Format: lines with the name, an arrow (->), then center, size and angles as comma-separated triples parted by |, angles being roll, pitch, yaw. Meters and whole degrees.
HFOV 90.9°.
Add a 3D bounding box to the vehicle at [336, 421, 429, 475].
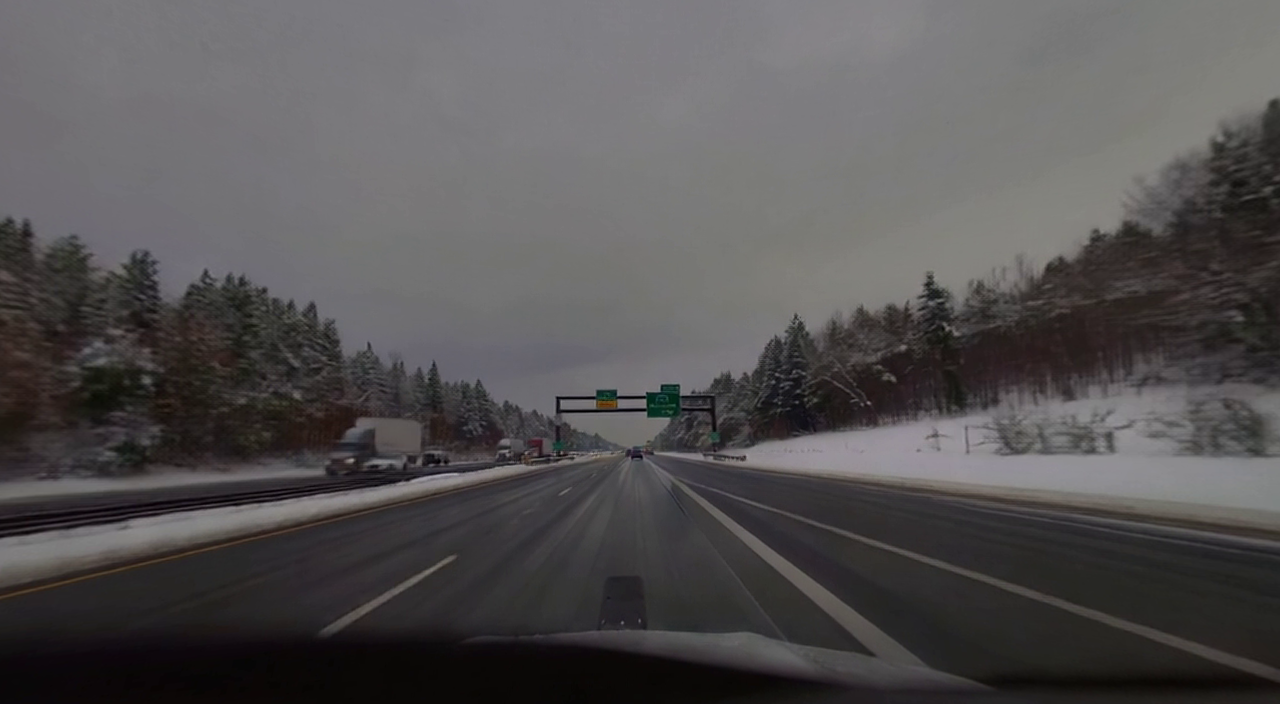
vehicle -> -19.644, 7.474, 49.038 | 3.133, 3.697, 10.453 | 0, -9, -2
